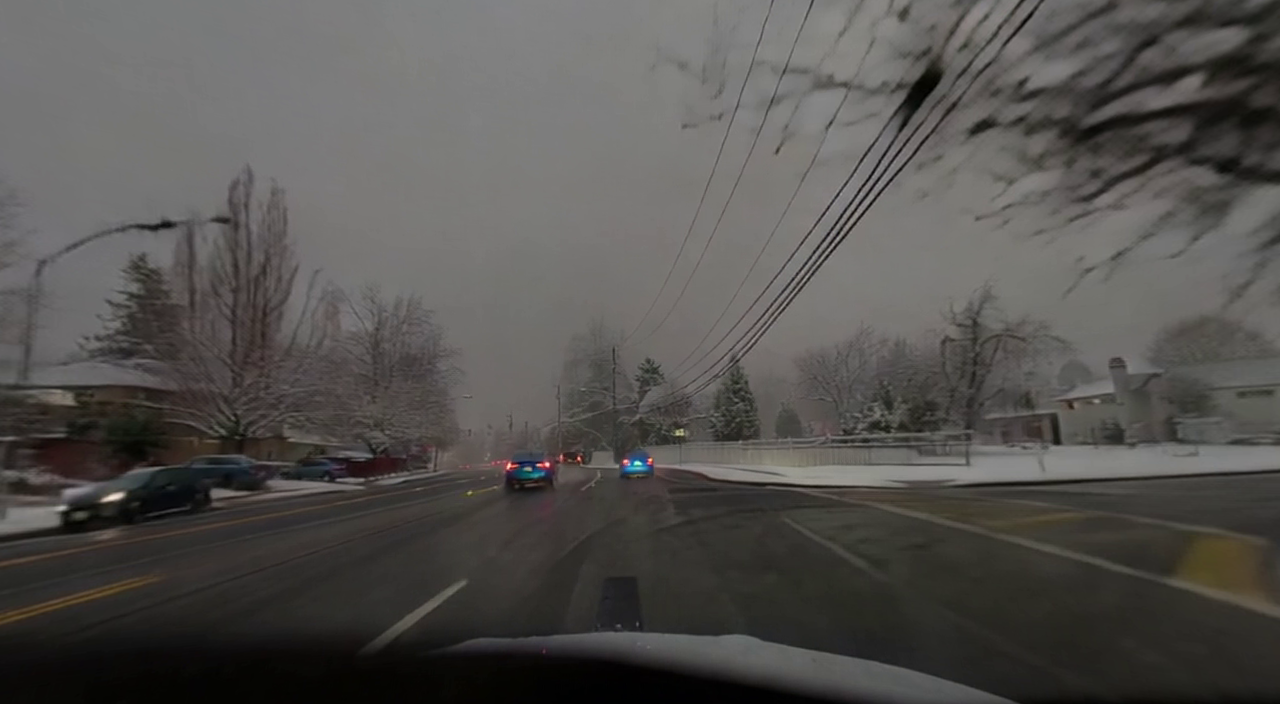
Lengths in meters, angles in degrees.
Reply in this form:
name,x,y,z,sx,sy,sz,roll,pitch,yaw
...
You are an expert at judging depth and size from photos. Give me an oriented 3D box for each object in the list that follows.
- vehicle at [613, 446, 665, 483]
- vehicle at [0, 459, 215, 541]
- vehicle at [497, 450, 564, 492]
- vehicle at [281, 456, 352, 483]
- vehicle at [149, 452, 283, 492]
name,x,y,z,sx,sy,sz,roll,pitch,yaw
vehicle,-0.132,5.145,29.267,2.168,1.504,4.284,0,-9,-3
vehicle,-14.309,3.925,17.427,2.083,1.817,4.532,-1,-9,-2
vehicle,-4.053,4.475,24.138,1.913,1.425,4.235,-1,-9,-2
vehicle,-22.129,8.024,43.309,3.836,1.693,1.849,0,-9,-7
vehicle,-23.081,6.553,34.593,5.681,1.954,2.200,-1,-9,-1
